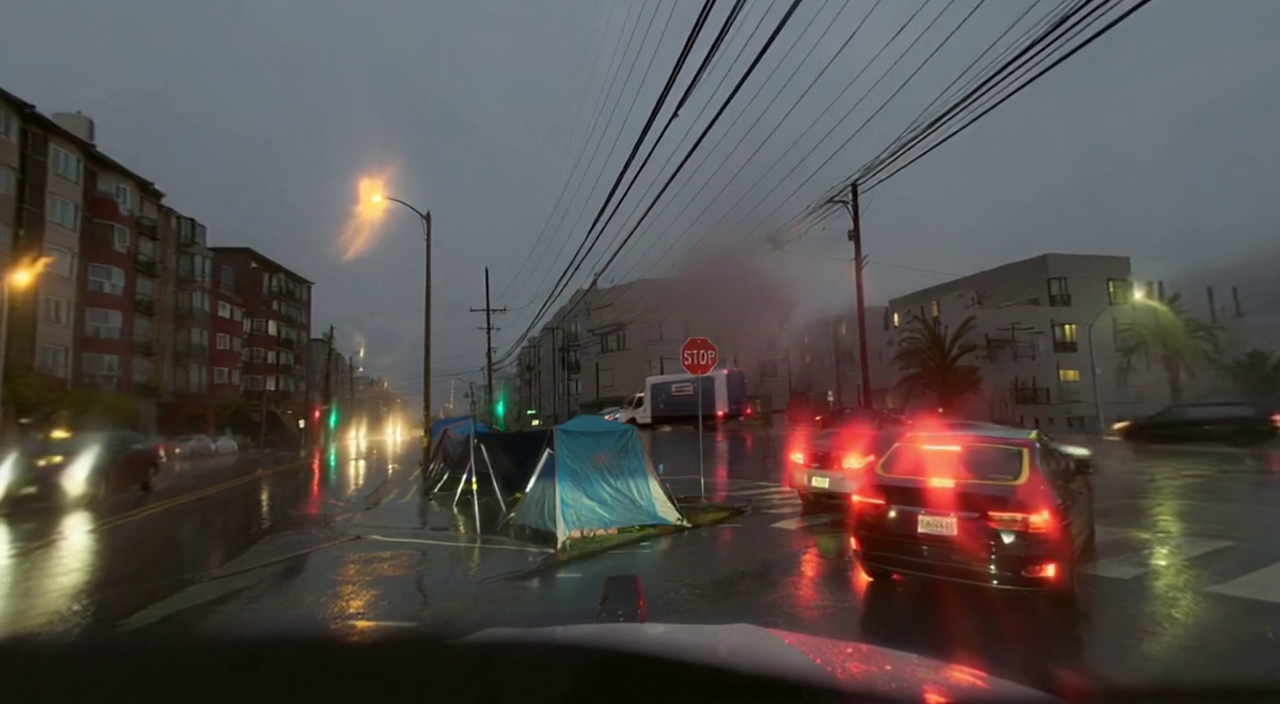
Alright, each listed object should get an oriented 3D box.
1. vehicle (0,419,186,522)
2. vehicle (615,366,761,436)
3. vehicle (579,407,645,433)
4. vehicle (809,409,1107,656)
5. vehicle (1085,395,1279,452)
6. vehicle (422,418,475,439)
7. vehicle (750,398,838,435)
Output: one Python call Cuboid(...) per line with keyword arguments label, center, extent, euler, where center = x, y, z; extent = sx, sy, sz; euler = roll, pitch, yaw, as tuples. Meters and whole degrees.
Cuboid(label="vehicle", center=(-11.151, 2.341, 12.932), extent=(1.987, 1.686, 3.971), euler=(0, -8, -20))
Cuboid(label="vehicle", center=(2.239, 2.646, 31.856), extent=(7.172, 3.075, 2.584), euler=(-7, -10, 41))
Cuboid(label="vehicle", center=(-1.815, 4.363, 39.945), extent=(1.790, 1.468, 4.422), euler=(7, -11, -41))
Cuboid(label="vehicle", center=(3.404, 1.550, 6.599), extent=(1.945, 1.647, 4.160), euler=(-6, -10, 32))
Cuboid(label="vehicle", center=(16.116, 2.202, 18.819), extent=(4.363, 1.511, 1.838), euler=(-8, -11, 41))
Cuboid(label="vehicle", center=(-14.816, 5.936, 48.787), extent=(2.089, 1.506, 4.641), euler=(7, -11, -41))
Cuboid(label="vehicle", center=(8.213, 3.542, 34.009), extent=(4.214, 1.694, 1.805), euler=(-9, -13, 44))
